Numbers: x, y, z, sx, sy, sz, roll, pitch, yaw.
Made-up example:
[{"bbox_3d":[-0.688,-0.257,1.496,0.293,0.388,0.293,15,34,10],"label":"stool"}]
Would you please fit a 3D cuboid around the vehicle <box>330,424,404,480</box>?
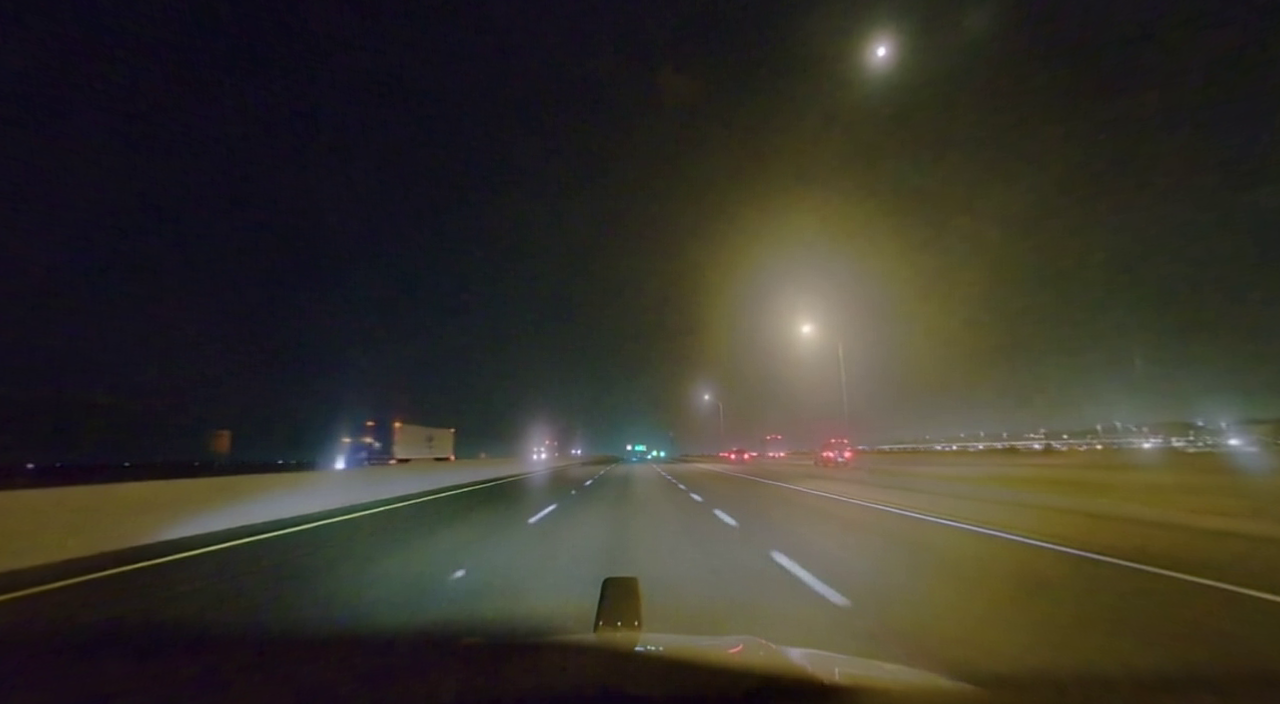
[{"bbox_3d":[-20.543,7.543,47.726,2.942,3.931,5.873,-1,-9,0],"label":"vehicle"}]
